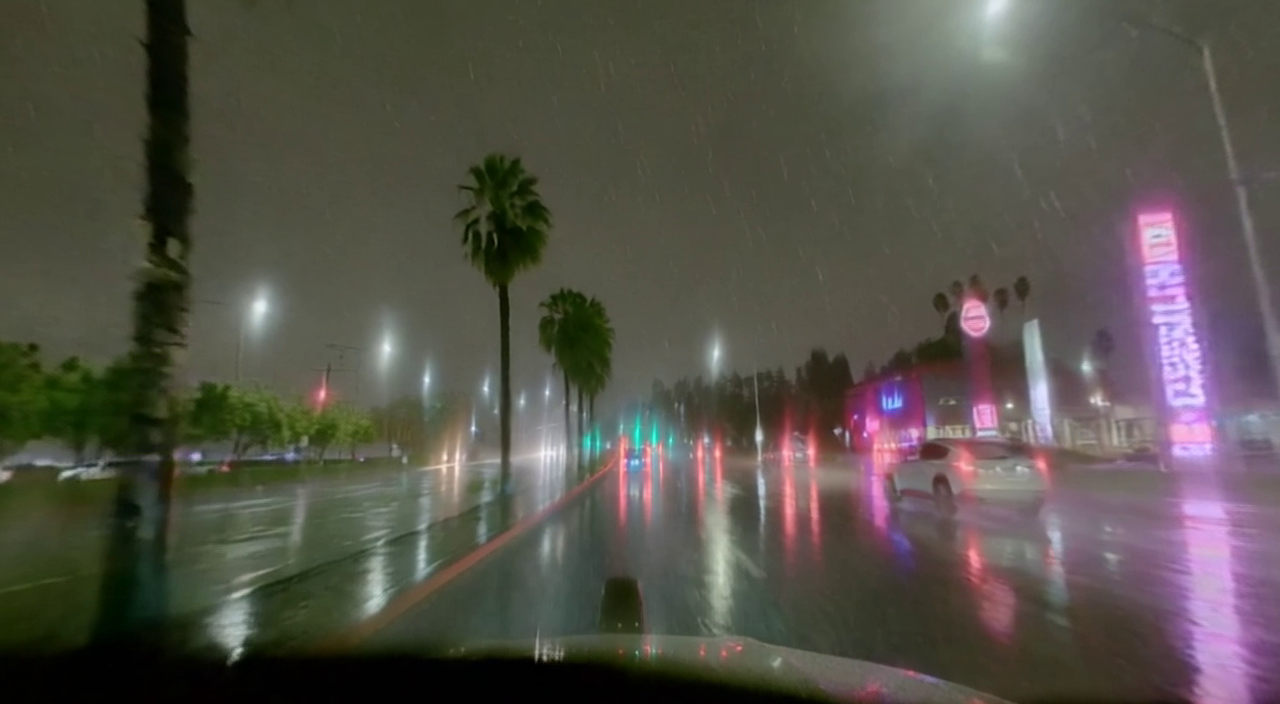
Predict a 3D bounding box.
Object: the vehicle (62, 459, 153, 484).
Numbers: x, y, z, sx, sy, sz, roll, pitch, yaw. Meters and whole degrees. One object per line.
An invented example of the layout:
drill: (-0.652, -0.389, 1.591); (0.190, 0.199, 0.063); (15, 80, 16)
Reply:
vehicle: (-33.550, 7.526, 39.733); (3.986, 1.432, 1.885); (0, -9, 0)

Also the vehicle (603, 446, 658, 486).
vehicle: (-0.348, 4.376, 24.395); (1.970, 1.402, 3.756); (0, -8, 0)

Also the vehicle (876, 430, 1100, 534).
vehicle: (6.305, 2.365, 12.038); (1.949, 1.647, 3.894); (0, -9, -2)
